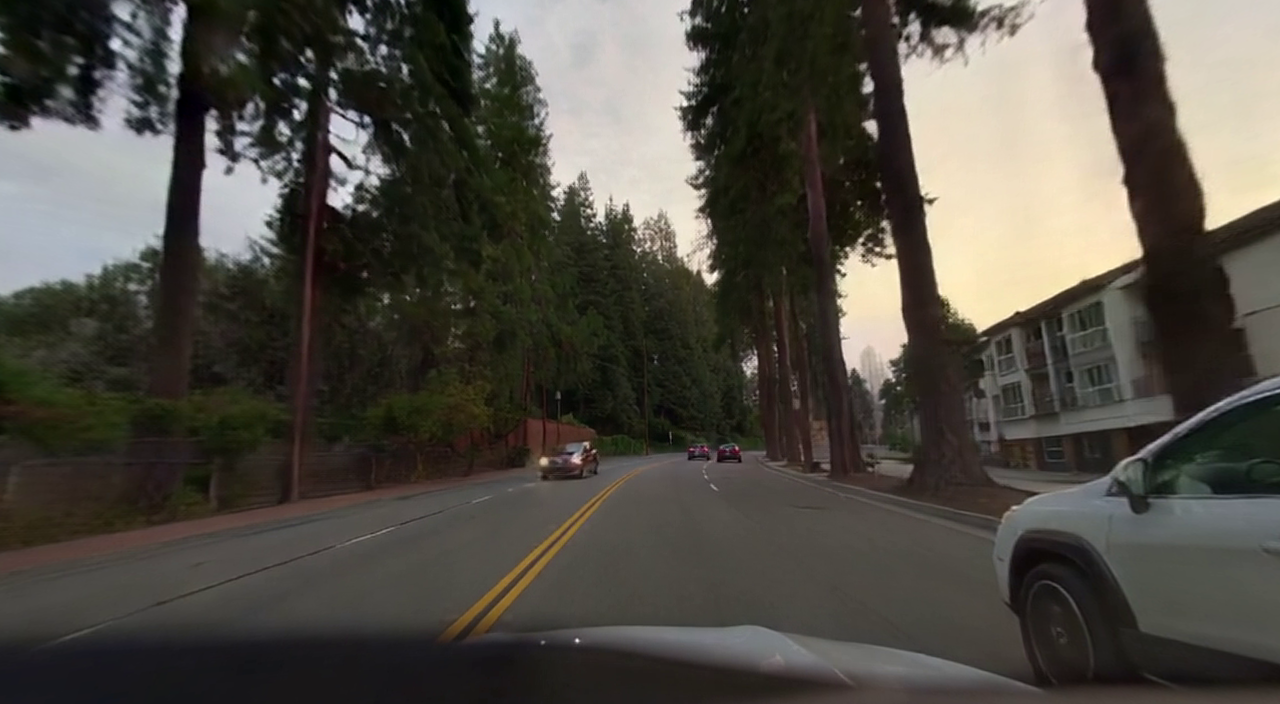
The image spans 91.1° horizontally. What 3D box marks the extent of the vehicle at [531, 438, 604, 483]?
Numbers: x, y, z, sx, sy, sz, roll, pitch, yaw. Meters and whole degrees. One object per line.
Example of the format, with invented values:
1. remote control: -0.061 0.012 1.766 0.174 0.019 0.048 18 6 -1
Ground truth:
1. vehicle: -2.636 4.069 23.873 1.958 1.538 4.081 -1 -8 5

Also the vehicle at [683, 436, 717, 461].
1. vehicle: 4.780 7.598 49.585 2.158 1.852 4.485 -2 -9 11

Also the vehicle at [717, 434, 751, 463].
1. vehicle: 6.220 6.404 41.815 2.069 1.791 4.422 -1 -8 8

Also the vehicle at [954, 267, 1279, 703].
1. vehicle: 3.229 0.595 1.620 2.219 1.881 5.104 0 -8 1
